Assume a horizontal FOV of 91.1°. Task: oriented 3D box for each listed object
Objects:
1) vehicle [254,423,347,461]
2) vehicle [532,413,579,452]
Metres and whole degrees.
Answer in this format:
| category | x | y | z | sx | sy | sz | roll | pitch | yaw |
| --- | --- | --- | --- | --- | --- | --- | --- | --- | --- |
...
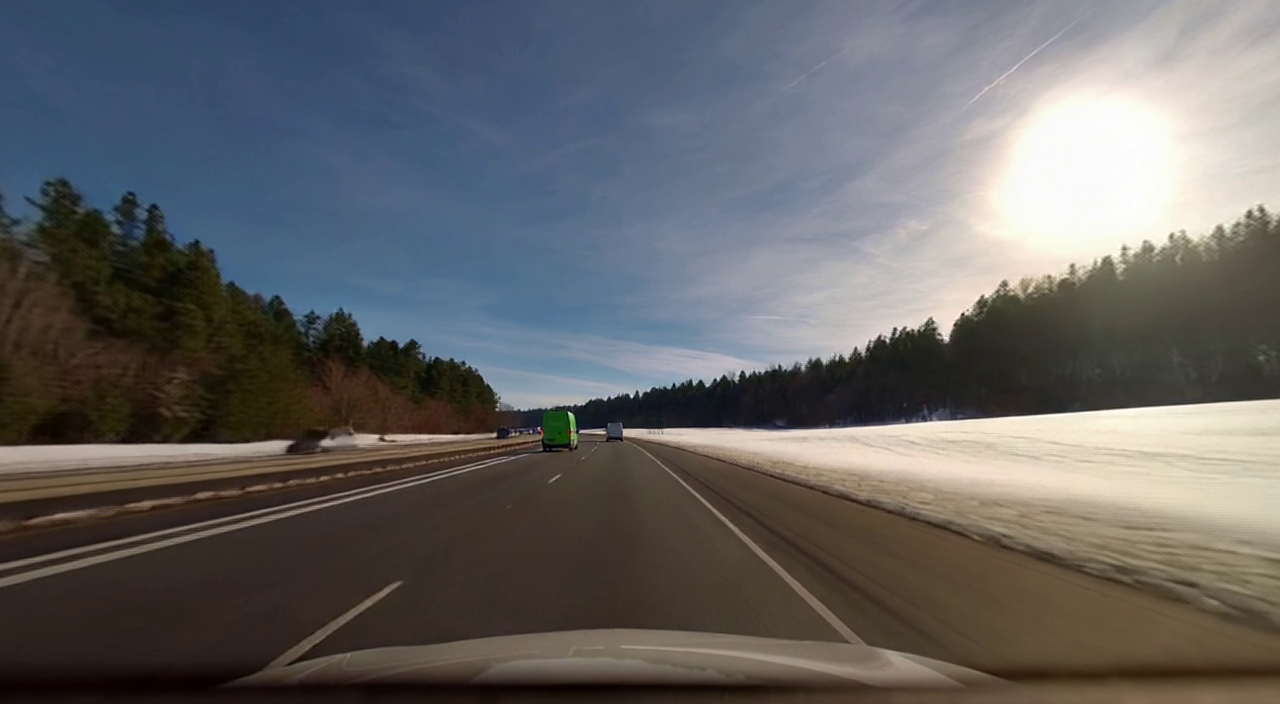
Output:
| category | x | y | z | sx | sy | sz | roll | pitch | yaw |
| --- | --- | --- | --- | --- | --- | --- | --- | --- | --- |
| vehicle | -15.478 | 4.117 | 28.925 | 1.875 | 1.585 | 4.297 | 0 | -8 | 0 |
| vehicle | -5.737 | 5.615 | 43.628 | 2.561 | 2.509 | 5.465 | 0 | -8 | -1 |
